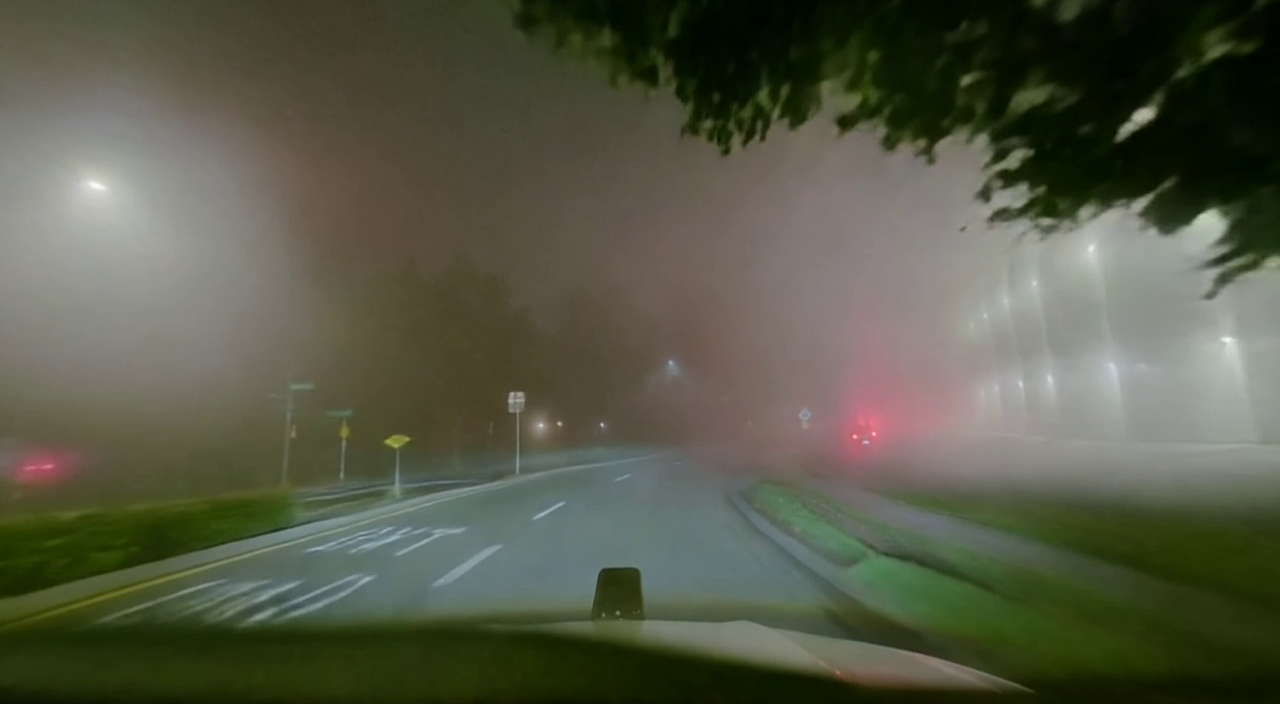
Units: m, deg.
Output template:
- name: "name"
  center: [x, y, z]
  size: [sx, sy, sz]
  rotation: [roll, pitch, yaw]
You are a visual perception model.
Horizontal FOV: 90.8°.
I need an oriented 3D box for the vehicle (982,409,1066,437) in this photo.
- name: "vehicle"
  center: [28.780, 5.385, 47.430]
  size: [2.014, 1.757, 4.871]
  rotation: [8, -13, -41]
